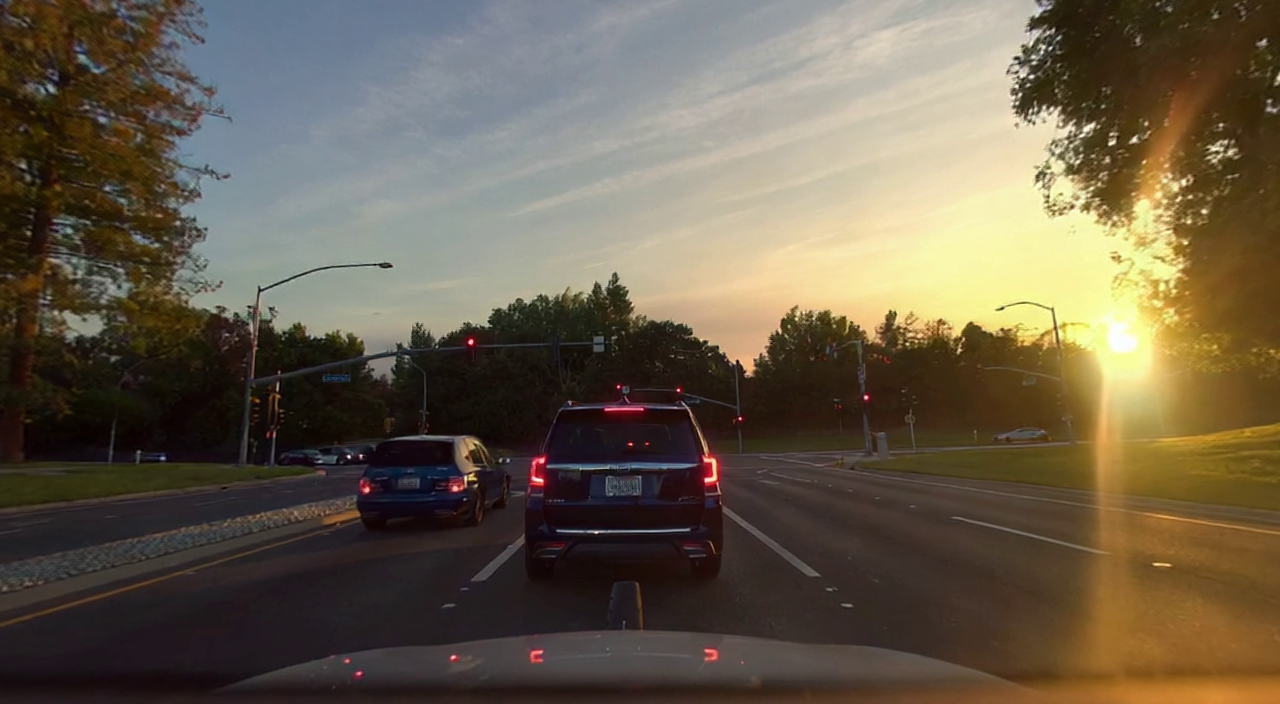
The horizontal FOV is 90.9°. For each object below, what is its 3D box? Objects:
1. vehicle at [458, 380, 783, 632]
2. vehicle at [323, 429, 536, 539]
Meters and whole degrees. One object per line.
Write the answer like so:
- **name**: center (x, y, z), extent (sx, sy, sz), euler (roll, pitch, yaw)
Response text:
- **vehicle**: center (-0.160, 1.392, 6.626), extent (2.298, 1.770, 4.138), euler (0, -8, -1)
- **vehicle**: center (-3.363, 2.220, 11.395), extent (2.061, 1.504, 5.142), euler (0, -8, 0)
